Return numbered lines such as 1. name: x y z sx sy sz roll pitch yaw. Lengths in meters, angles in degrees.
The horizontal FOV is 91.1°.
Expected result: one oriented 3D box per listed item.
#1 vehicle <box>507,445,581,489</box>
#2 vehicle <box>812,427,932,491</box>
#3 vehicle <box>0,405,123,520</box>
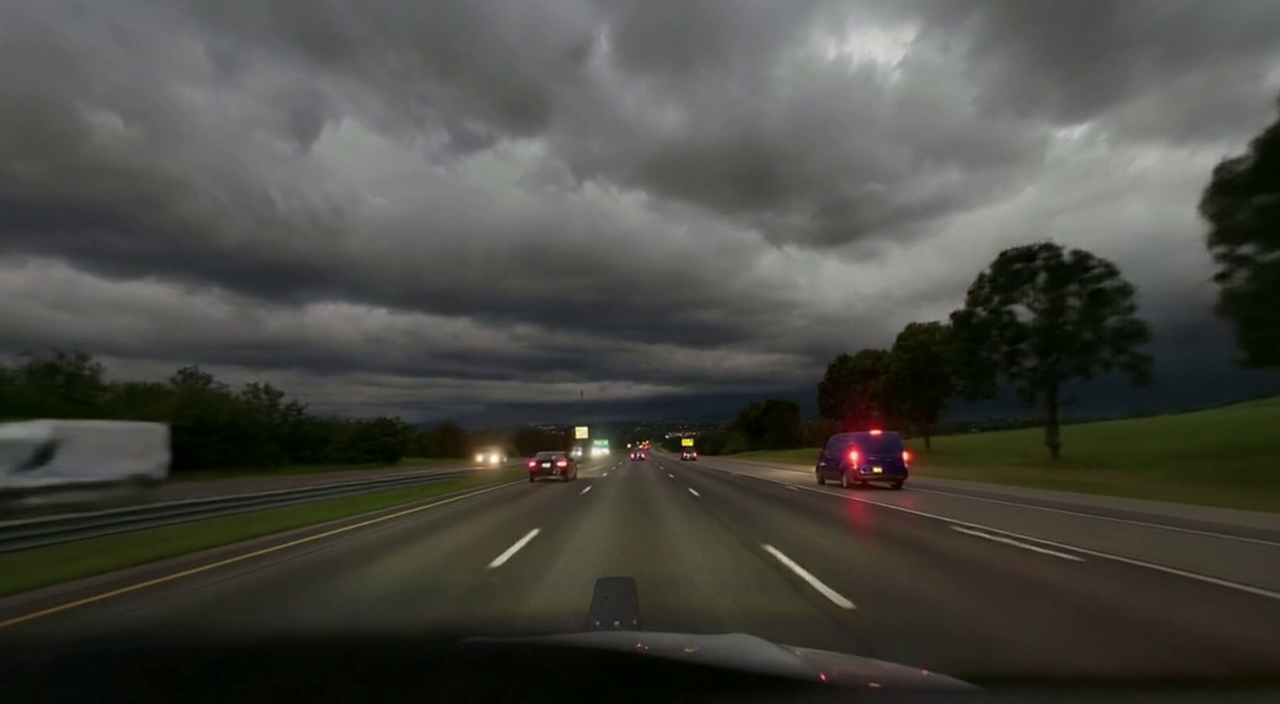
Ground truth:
1. vehicle: -3.620 4.422 24.599 2.160 1.530 4.500 0 -9 0
2. vehicle: 7.832 3.664 21.859 2.133 1.933 4.986 0 -9 -1
3. vehicle: -14.661 2.304 13.084 2.523 2.377 6.182 0 -9 0
